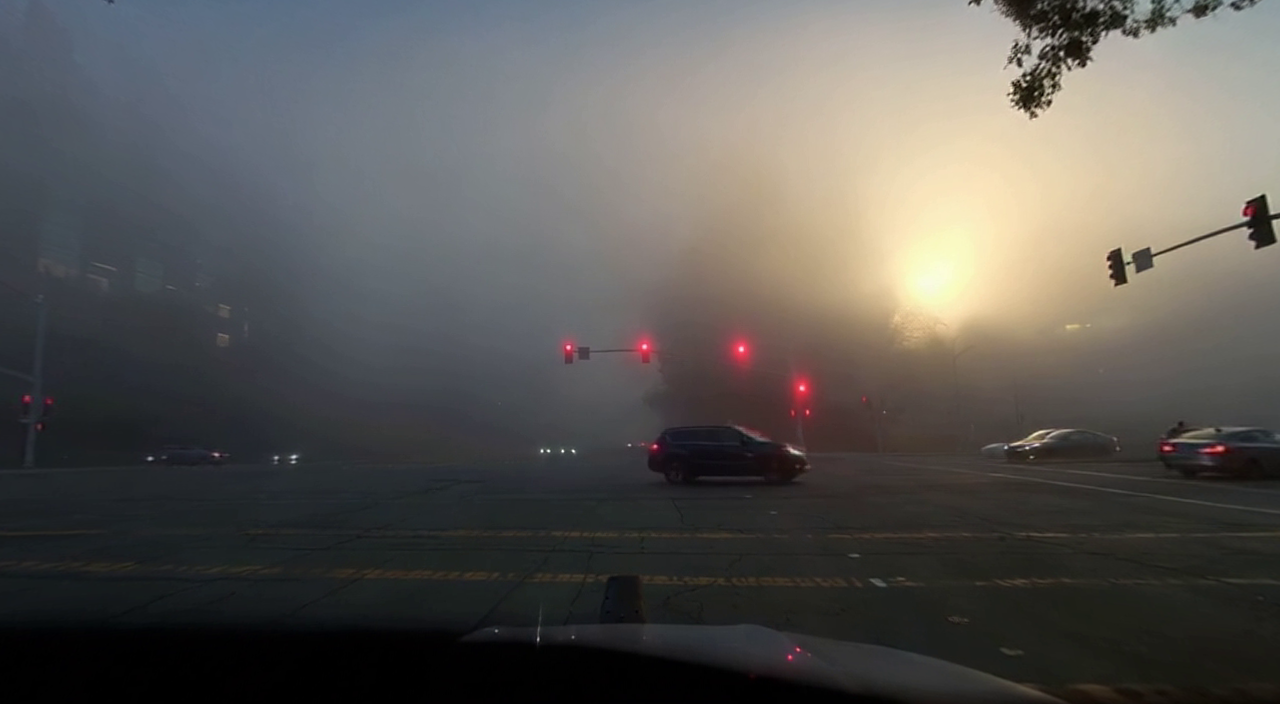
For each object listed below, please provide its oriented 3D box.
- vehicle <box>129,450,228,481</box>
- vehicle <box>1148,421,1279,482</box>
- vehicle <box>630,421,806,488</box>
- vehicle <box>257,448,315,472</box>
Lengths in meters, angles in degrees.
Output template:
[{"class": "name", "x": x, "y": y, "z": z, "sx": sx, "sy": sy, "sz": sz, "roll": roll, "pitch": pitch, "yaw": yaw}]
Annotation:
[{"class": "vehicle", "x": -26.864, "y": 6.595, "z": 37.016, "sx": 2.135, "sy": 1.637, "sz": 4.582, "roll": -1, "pitch": -9, "yaw": 4}, {"class": "vehicle", "x": 17.850, "y": 2.914, "z": 18.626, "sx": 4.180, "sy": 1.678, "sz": 1.982, "roll": 1, "pitch": -9, "yaw": -7}, {"class": "vehicle", "x": 2.549, "y": 3.366, "z": 20.982, "sx": 5.310, "sy": 1.972, "sz": 2.223, "roll": -4, "pitch": -9, "yaw": 26}, {"class": "vehicle", "x": -26.289, "y": 8.021, "z": 47.102, "sx": 1.889, "sy": 1.662, "sz": 4.319, "roll": 0, "pitch": -9, "yaw": -1}]
